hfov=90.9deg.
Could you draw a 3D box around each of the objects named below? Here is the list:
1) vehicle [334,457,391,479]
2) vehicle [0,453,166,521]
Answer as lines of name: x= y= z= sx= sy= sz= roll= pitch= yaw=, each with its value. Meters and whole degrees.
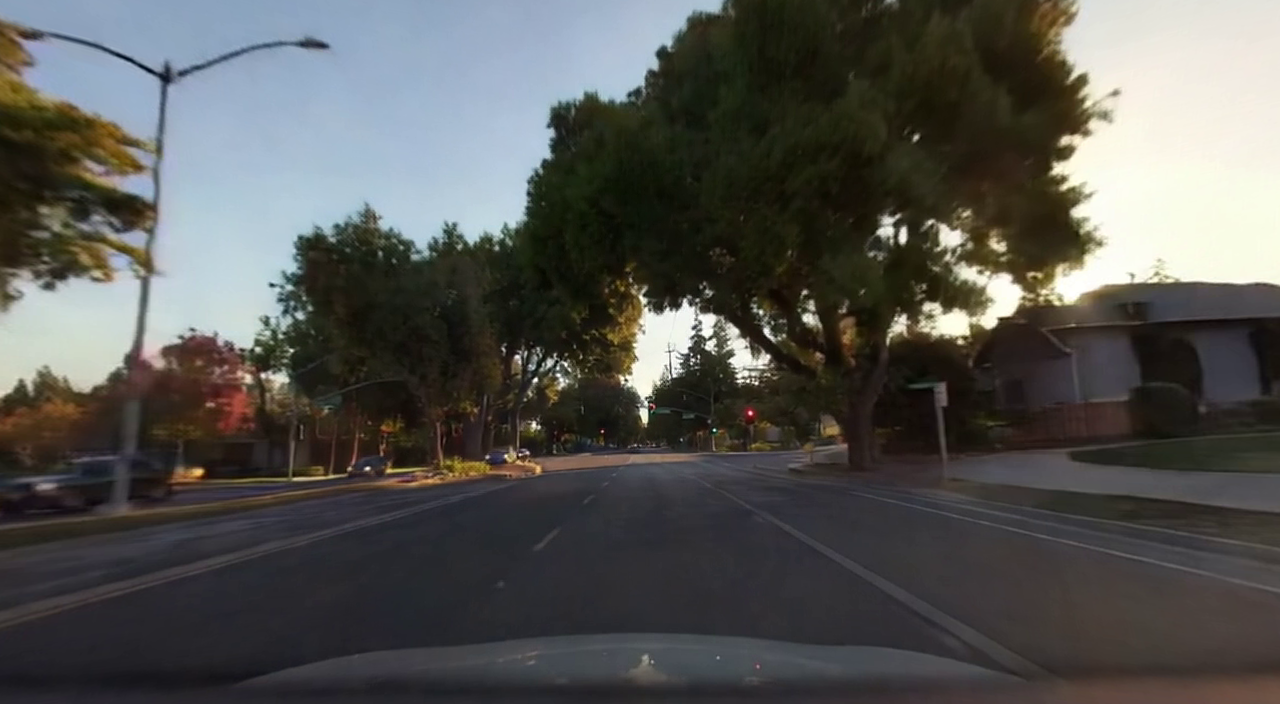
vehicle: x=-20.368 y=8.534 z=46.543 sx=2.035 sy=1.453 sz=4.600 roll=0 pitch=-9 yaw=1
vehicle: x=-16.669 y=3.893 z=18.672 sx=1.935 sy=1.686 sz=4.202 roll=-3 pitch=-9 yaw=0
